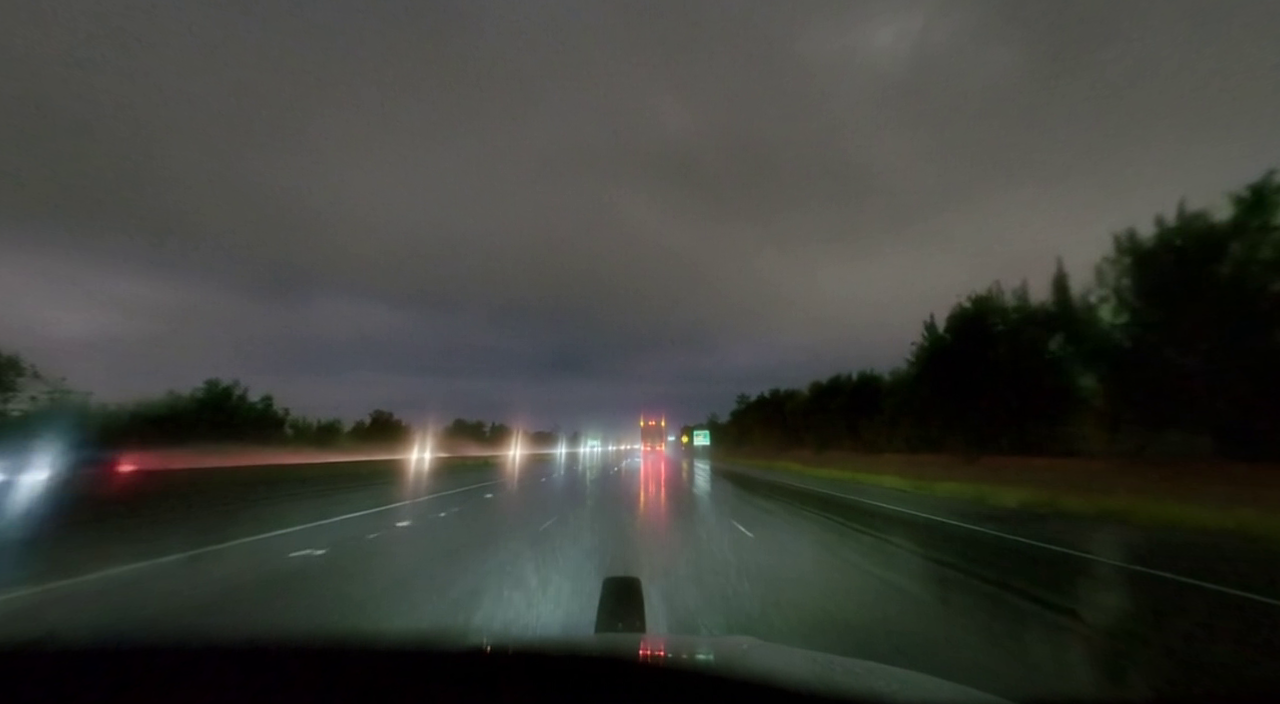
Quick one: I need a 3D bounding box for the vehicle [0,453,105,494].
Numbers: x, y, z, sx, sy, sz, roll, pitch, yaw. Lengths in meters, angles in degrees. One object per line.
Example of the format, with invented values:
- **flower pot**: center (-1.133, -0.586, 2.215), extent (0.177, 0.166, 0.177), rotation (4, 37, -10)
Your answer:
- **vehicle**: center (-25.715, 5.062, 26.622), extent (1.921, 1.521, 4.706), rotation (0, -9, 1)
